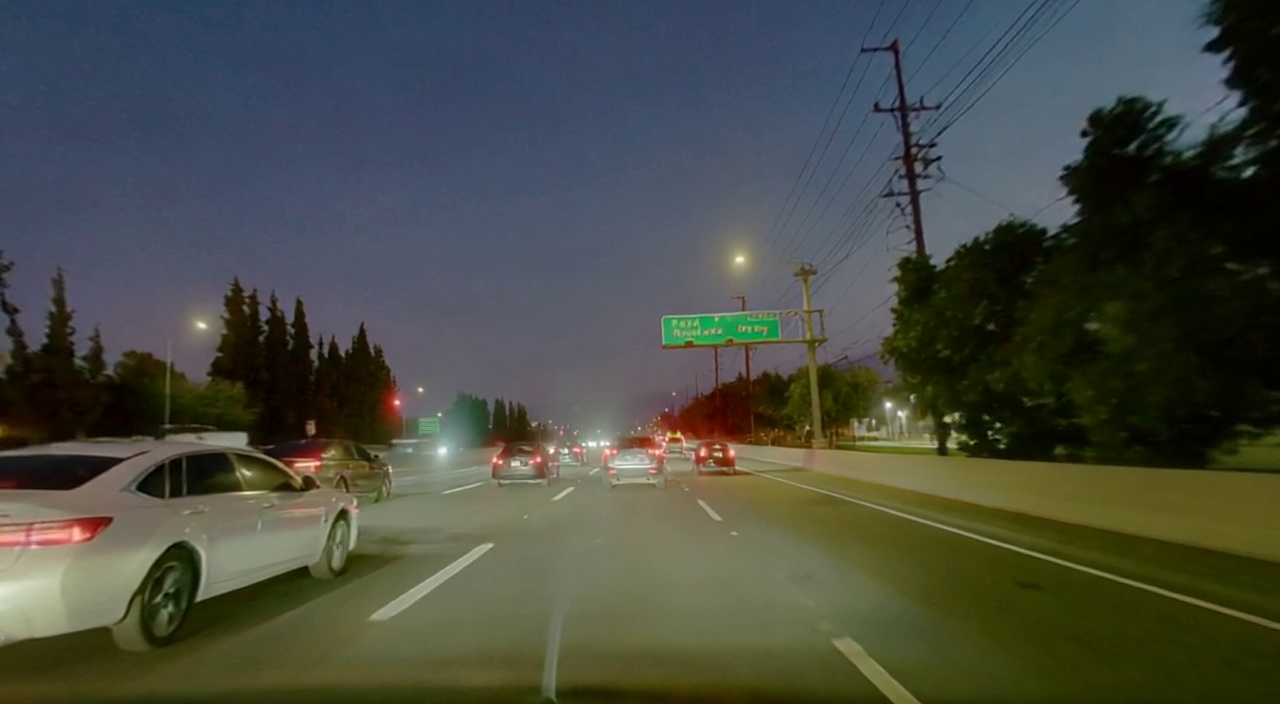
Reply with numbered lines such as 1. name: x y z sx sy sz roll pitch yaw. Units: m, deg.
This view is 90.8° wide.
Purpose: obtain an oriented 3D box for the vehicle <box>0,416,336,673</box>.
1. vehicle: -4.745 1.410 5.802 1.958 1.447 4.454 1 -8 -4

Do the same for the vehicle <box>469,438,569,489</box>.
1. vehicle: -3.704 3.499 20.257 2.203 1.425 4.610 0 -8 1

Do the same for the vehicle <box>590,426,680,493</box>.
1. vehicle: -0.134 3.050 18.240 2.284 1.699 4.168 0 -8 0

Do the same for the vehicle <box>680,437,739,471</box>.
1. vehicle: 3.173 4.779 29.741 2.197 1.464 4.356 0 -8 -1
